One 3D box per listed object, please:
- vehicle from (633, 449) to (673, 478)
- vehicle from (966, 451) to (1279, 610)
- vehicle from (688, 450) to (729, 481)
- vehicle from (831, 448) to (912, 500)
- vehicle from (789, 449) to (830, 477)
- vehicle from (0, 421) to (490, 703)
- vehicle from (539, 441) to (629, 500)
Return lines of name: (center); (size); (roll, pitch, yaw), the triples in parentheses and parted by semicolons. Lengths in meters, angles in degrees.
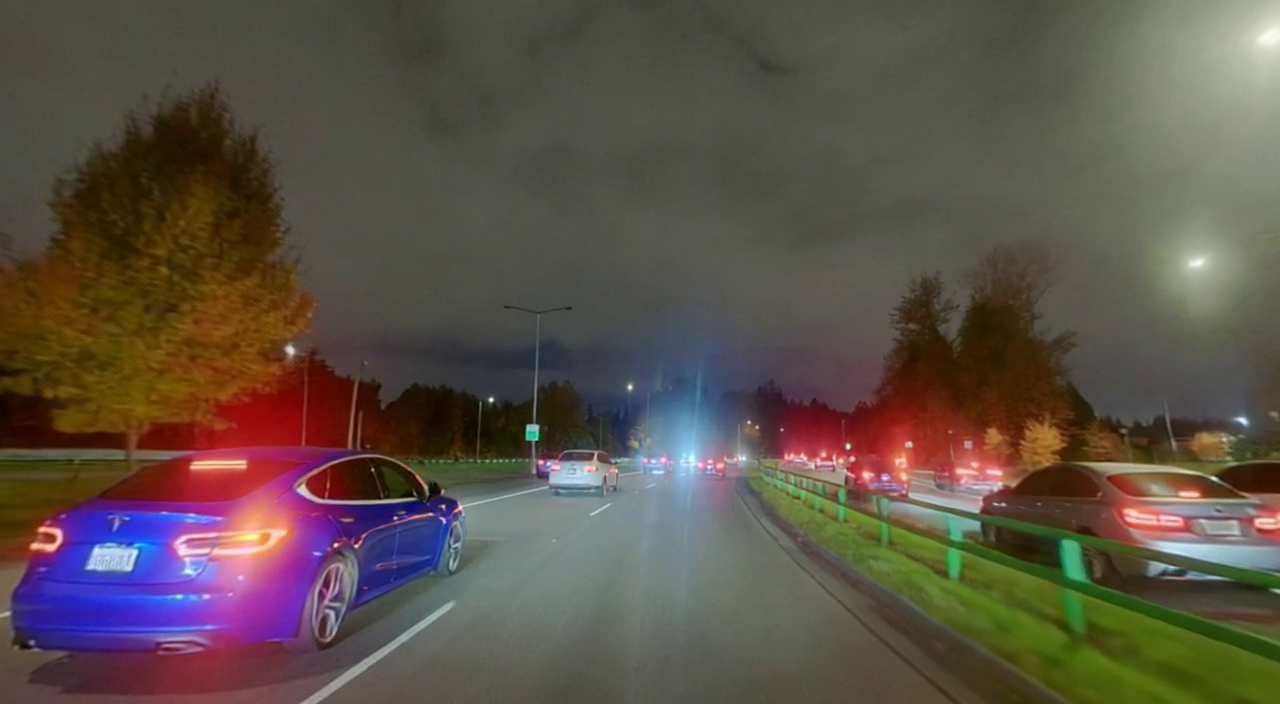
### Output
vehicle: (0.851, 6.694, 38.057); (1.930, 1.635, 4.260); (-1, -9, 8)
vehicle: (6.577, 2.155, 8.656); (1.869, 1.516, 4.753); (0, -9, 3)
vehicle: (3.797, 6.115, 34.282); (2.015, 1.506, 4.276); (-1, -9, 9)
vehicle: (8.121, 4.270, 22.496); (1.768, 1.634, 4.064); (-1, -9, 7)
vehicle: (10.642, 6.958, 39.699); (1.890, 1.610, 4.045); (-1, -9, 7)
vehicle: (-2.930, 1.450, 5.495); (1.921, 1.503, 4.317); (0, -9, 4)
vehicle: (-1.676, 3.778, 20.582); (1.979, 1.663, 4.513); (-1, -9, 7)
